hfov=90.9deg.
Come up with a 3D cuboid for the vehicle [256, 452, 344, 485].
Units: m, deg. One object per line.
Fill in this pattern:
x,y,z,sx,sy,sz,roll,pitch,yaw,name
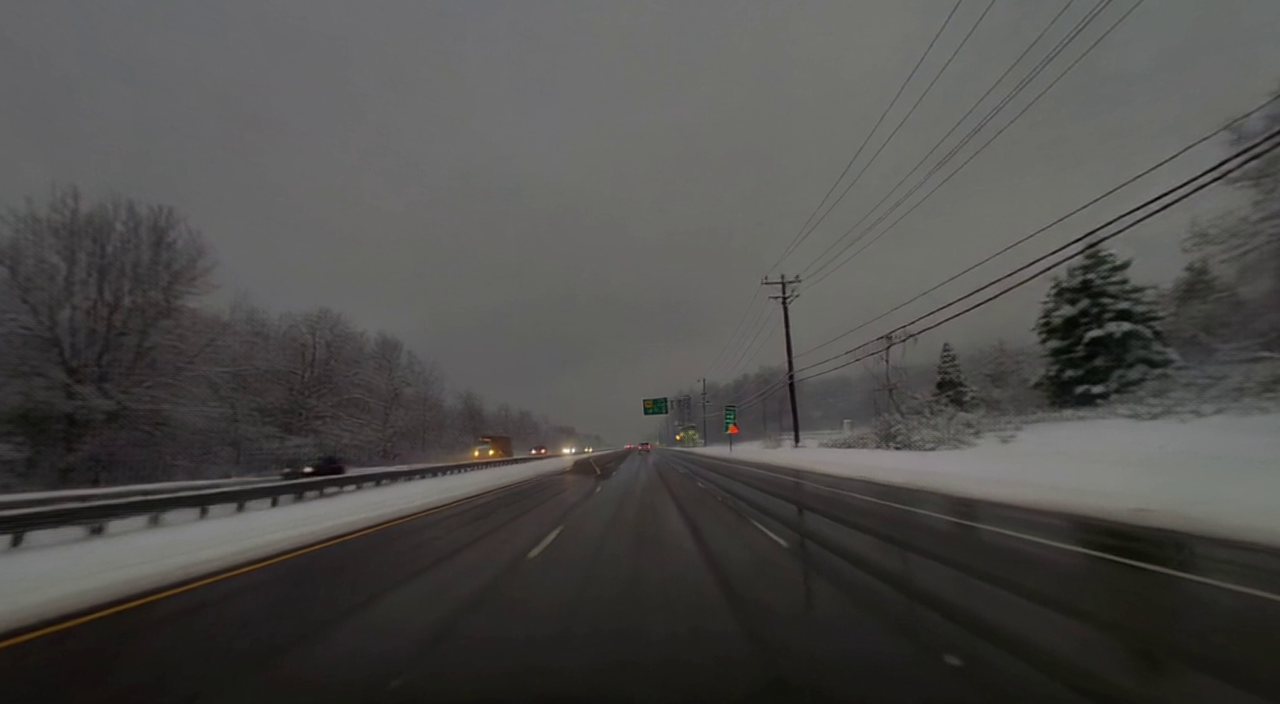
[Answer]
-17.045,5.847,31.879,1.897,1.456,4.513,0,-8,1,vehicle
